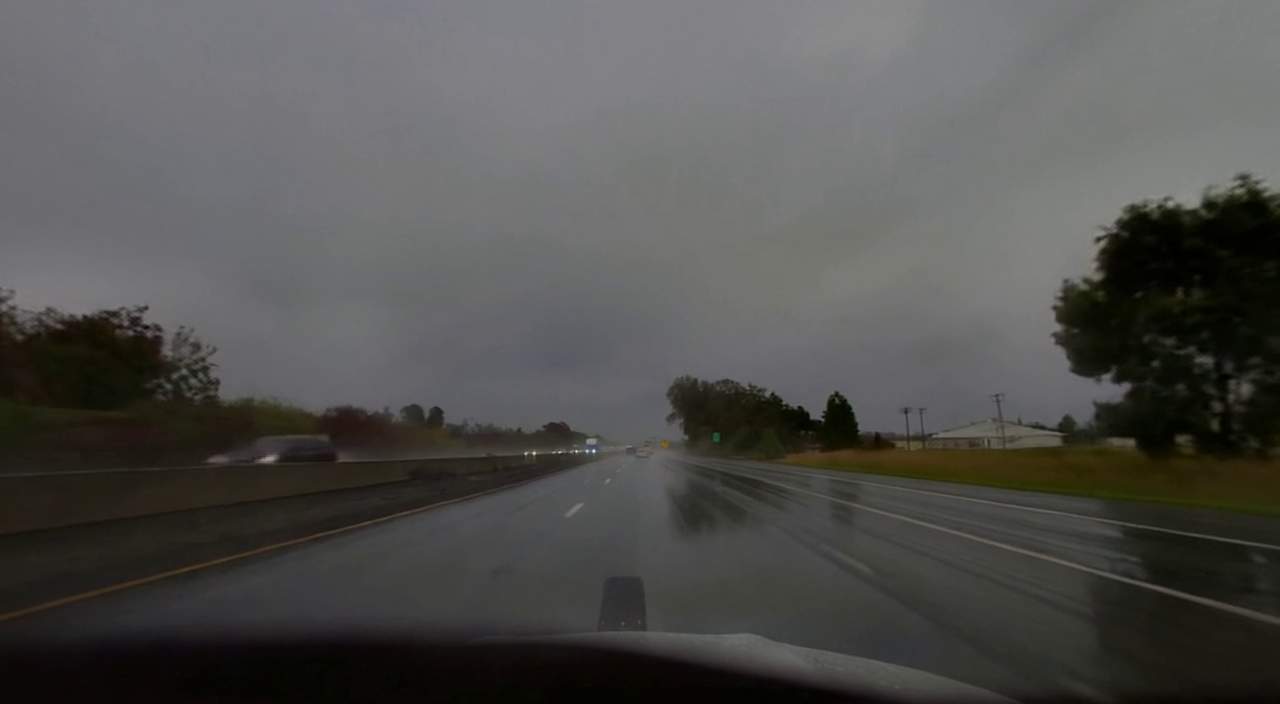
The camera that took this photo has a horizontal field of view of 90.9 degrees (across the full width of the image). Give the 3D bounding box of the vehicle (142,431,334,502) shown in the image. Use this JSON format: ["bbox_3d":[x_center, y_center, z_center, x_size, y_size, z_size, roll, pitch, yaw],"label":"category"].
[{"bbox_3d":[-12.122,3.500,19.680,2.197,1.891,5.624,0,-9,1],"label":"vehicle"}]
